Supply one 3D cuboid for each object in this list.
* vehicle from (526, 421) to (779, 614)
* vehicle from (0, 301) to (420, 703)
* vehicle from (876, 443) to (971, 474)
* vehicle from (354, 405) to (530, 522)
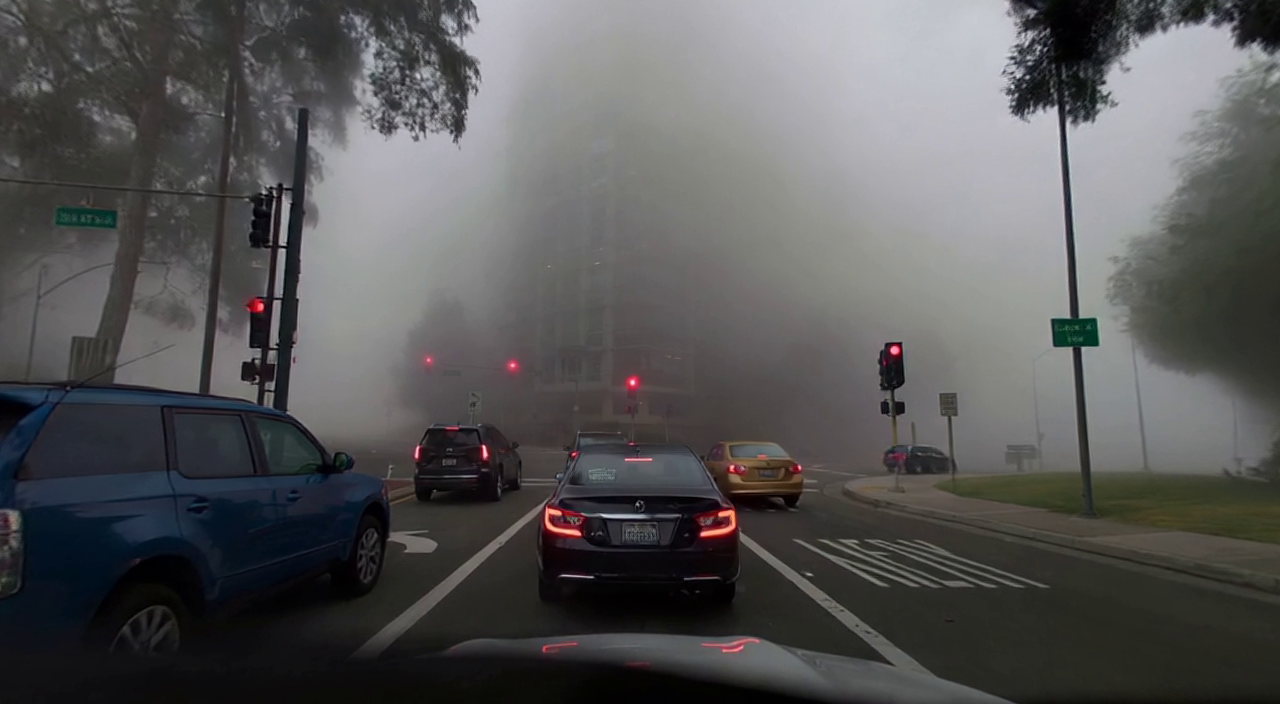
[{"bbox_3d":[-0.060,1.628,7.269,2.001,1.483,4.442,0,-8,-4],"label":"vehicle"},{"bbox_3d":[-3.136,1.010,4.145,1.924,1.737,4.387,0,-8,-2],"label":"vehicle"},{"bbox_3d":[17.662,6.633,39.510,4.874,1.854,2.230,1,-9,-6],"label":"vehicle"},{"bbox_3d":[-3.887,2.317,13.705,2.305,1.984,5.586,0,-8,-3],"label":"vehicle"}]
